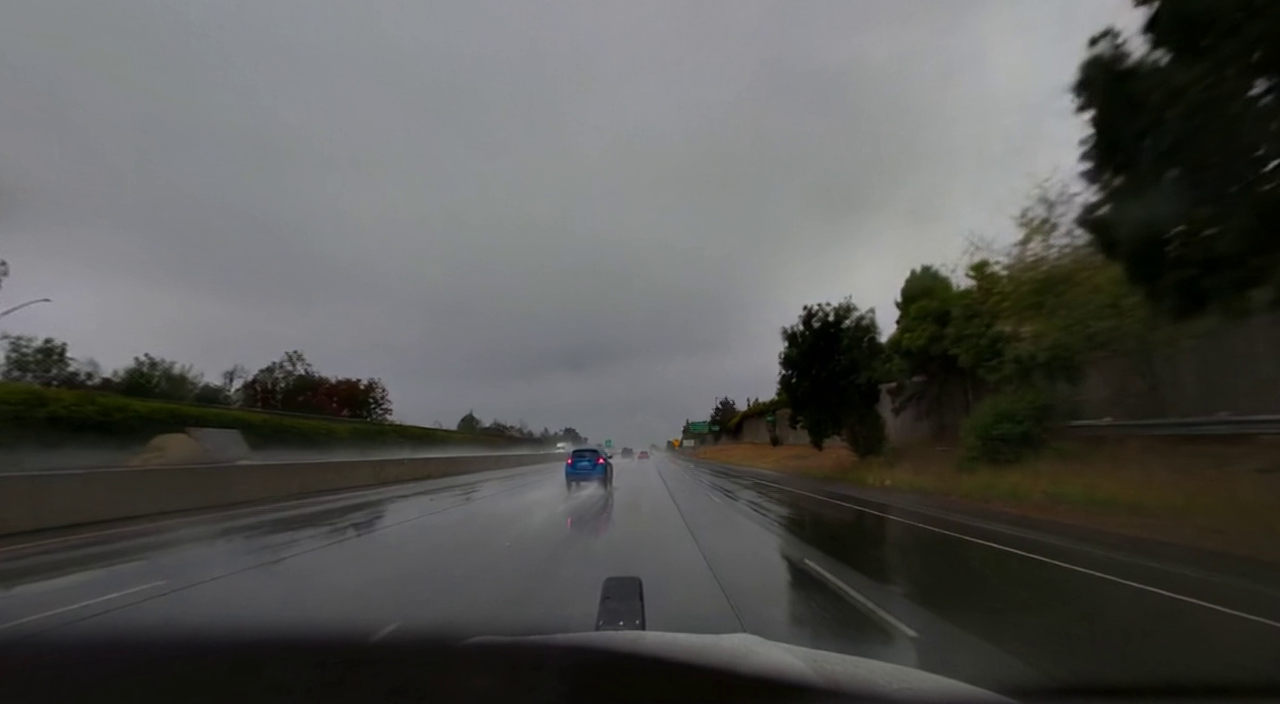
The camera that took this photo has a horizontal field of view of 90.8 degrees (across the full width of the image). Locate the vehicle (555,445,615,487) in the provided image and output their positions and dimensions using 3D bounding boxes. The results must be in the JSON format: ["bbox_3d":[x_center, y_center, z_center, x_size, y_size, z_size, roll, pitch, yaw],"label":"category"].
[{"bbox_3d":[-2.076,4.485,25.012,1.908,1.515,3.871,0,-9,2],"label":"vehicle"}]
